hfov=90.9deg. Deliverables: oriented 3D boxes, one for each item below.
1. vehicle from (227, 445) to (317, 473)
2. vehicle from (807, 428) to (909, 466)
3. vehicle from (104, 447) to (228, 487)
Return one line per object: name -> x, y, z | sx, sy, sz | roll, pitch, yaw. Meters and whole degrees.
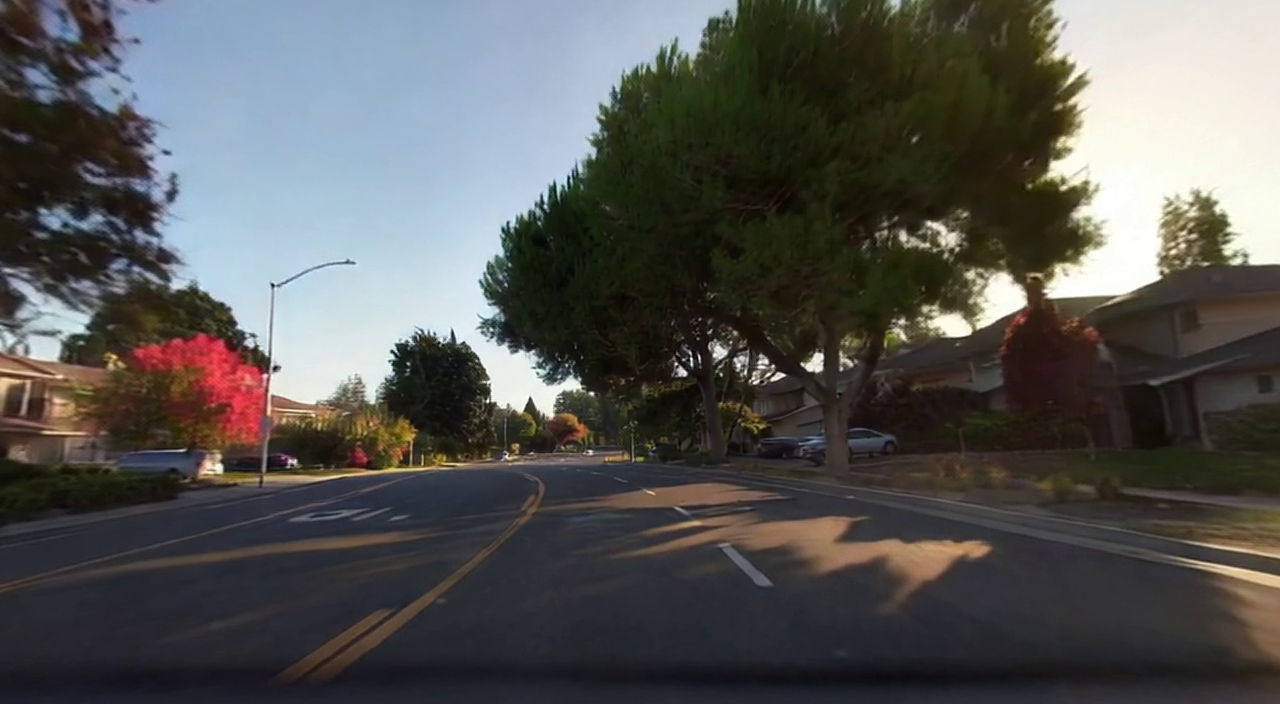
vehicle -> -25.592, 7.465, 44.056 | 4.879, 1.854, 2.265 | 2, -9, -15
vehicle -> 11.669, 5.122, 34.041 | 4.693, 1.764, 2.265 | -3, -8, 6
vehicle -> -21.619, 5.224, 28.914 | 3.899, 1.729, 2.064 | 1, -8, -9
